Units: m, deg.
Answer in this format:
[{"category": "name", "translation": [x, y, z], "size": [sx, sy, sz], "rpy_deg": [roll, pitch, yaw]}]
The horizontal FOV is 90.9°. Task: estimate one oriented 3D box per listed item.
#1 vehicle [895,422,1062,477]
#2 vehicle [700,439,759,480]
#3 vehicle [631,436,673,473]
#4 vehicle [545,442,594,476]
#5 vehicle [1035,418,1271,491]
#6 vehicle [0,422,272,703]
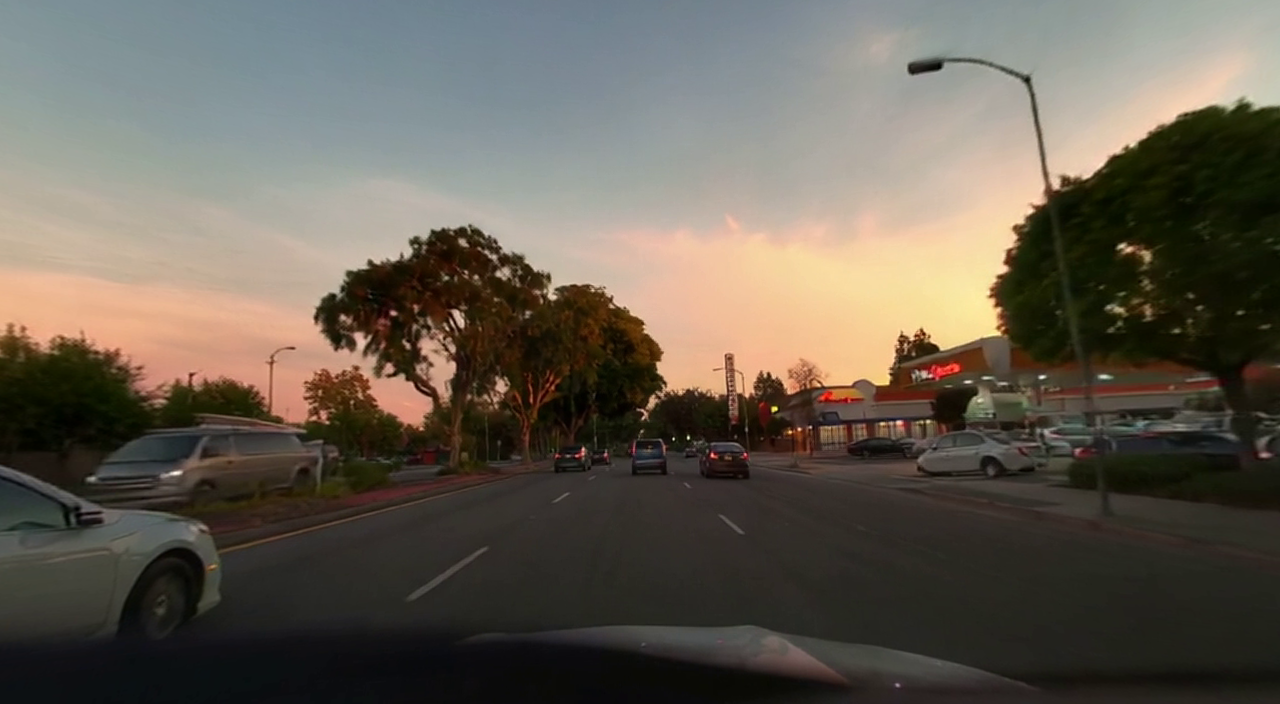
[{"category": "vehicle", "translation": [11.638, 3.393, 21.948], "size": [4.808, 1.712, 2.061], "rpy_deg": [-5, -10, 29]}, {"category": "vehicle", "translation": [3.775, 4.586, 27.092], "size": [1.922, 1.579, 3.642], "rpy_deg": [0, -9, -1]}, {"category": "vehicle", "translation": [0.597, 5.615, 34.582], "size": [2.193, 1.873, 4.033], "rpy_deg": [0, -9, 0]}, {"category": "vehicle", "translation": [-3.608, 5.554, 32.943], "size": [2.026, 1.665, 4.193], "rpy_deg": [0, -9, 1]}, {"category": "vehicle", "translation": [11.926, 2.437, 15.175], "size": [1.959, 1.472, 4.473], "rpy_deg": [0, -9, 1]}, {"category": "vehicle", "translation": [-4.034, 1.078, 2.974], "size": [1.908, 1.481, 4.351], "rpy_deg": [0, -9, 1]}]
